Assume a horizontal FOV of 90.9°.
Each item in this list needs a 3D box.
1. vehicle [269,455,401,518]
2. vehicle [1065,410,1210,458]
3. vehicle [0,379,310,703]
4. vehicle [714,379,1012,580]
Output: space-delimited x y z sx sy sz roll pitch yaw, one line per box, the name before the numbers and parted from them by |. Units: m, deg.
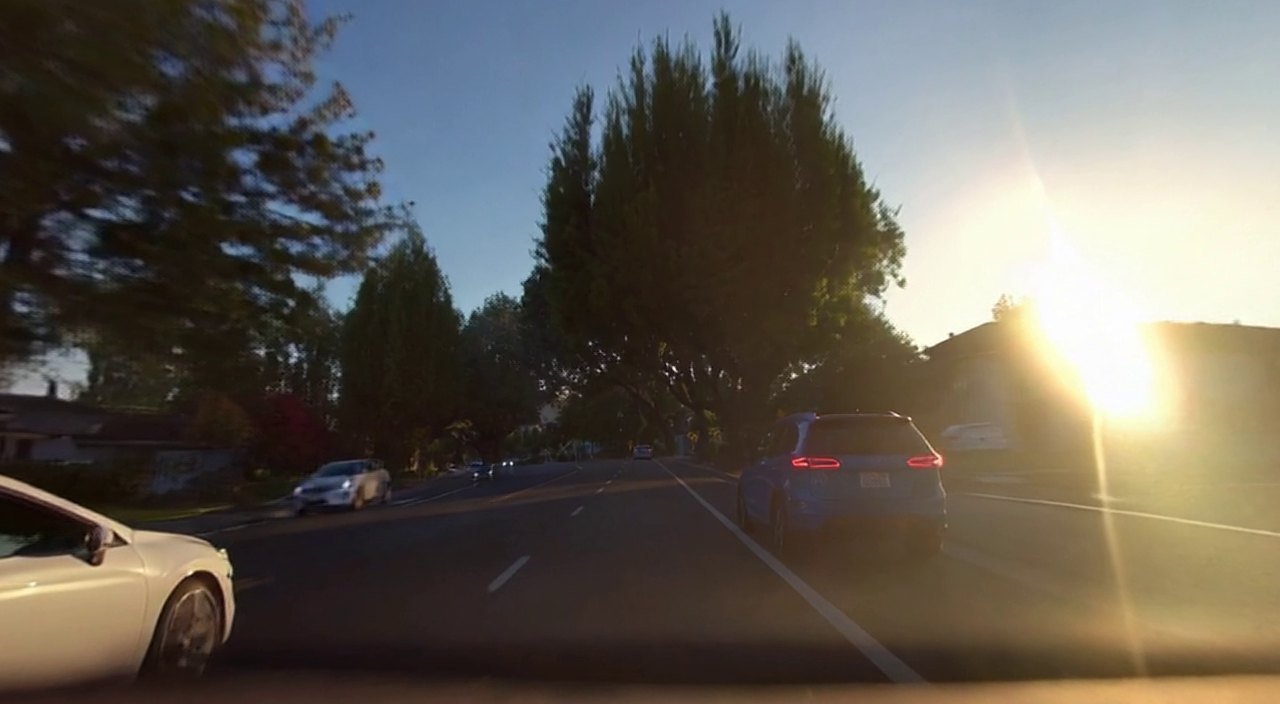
vehicle | -9.507 4.184 20.091 2.058 1.718 4.232 0 -9 0
vehicle | 19.741 3.358 25.366 1.984 1.740 4.601 0 -9 -1
vehicle | -3.323 0.906 2.026 2.058 1.659 4.514 0 -9 0
vehicle | 2.643 1.740 9.408 2.338 2.063 5.592 0 -9 0
